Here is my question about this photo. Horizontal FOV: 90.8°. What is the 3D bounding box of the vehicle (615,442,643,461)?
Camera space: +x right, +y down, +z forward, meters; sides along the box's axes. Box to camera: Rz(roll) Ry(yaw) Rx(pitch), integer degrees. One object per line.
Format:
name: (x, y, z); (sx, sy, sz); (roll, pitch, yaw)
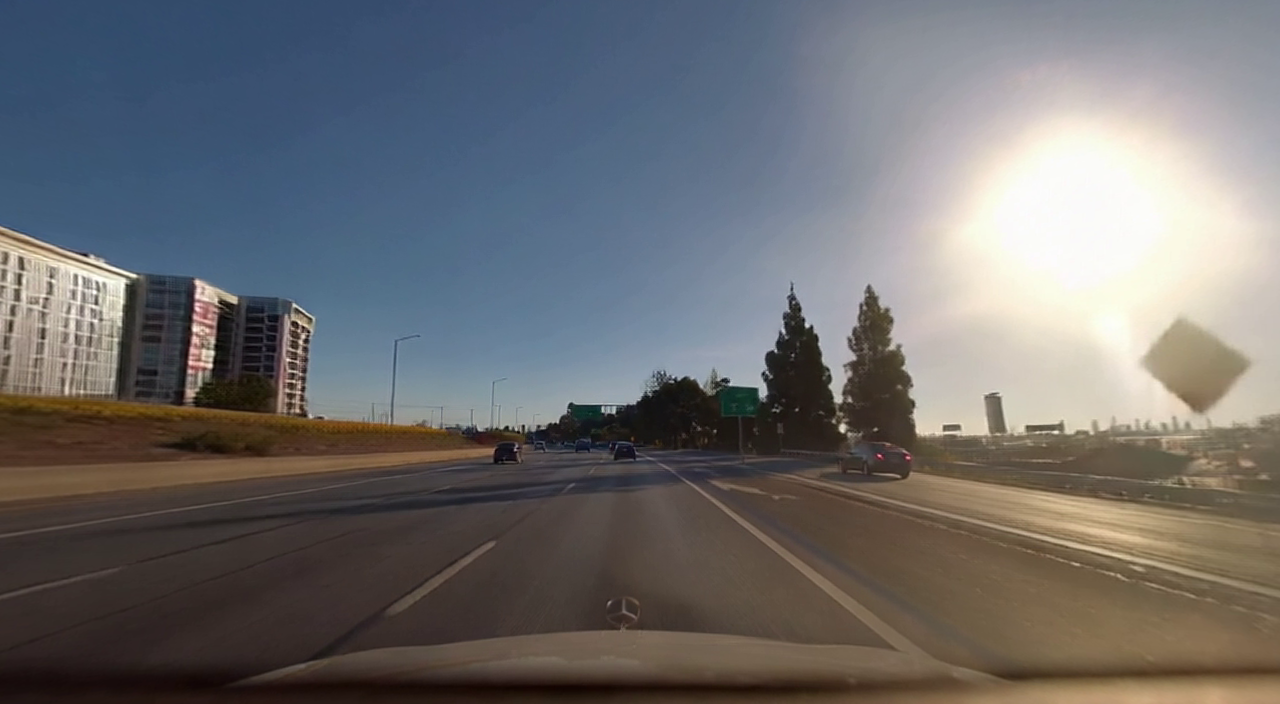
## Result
vehicle: (-0.867, 7.655, 48.770); (2.038, 1.414, 4.357); (0, -9, -2)

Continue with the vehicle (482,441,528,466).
vehicle: (-8.372, 6.355, 39.597); (2.009, 1.454, 4.250); (0, -9, -1)

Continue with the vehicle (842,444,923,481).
vehicle: (12.553, 5.702, 33.022); (2.023, 1.782, 4.193); (1, -9, -9)
